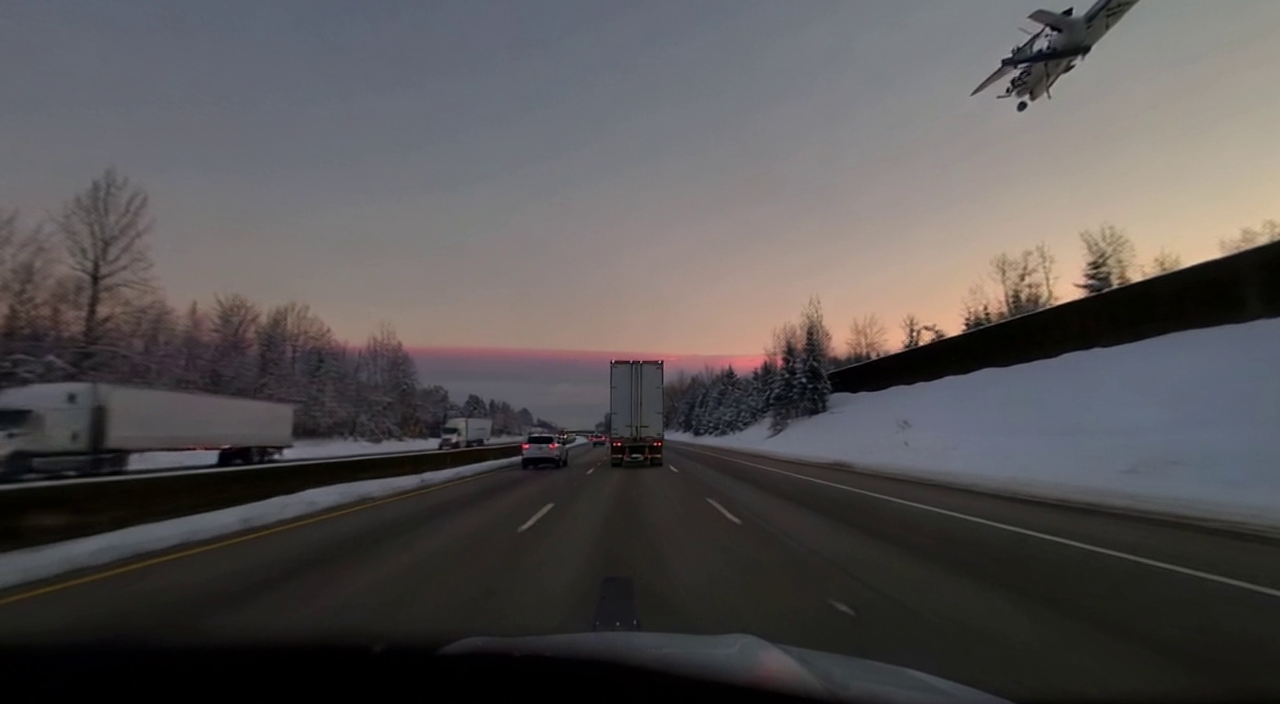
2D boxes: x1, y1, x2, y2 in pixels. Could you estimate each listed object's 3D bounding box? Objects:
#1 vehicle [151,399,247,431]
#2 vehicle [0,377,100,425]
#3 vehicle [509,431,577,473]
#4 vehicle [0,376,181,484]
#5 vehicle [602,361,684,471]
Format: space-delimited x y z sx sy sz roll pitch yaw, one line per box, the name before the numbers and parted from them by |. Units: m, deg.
vehicle | -25.345 3.708 36.416 1.830 1.638 5.285 0 -8 -1
vehicle | -25.288 2.067 25.677 2.062 1.683 4.981 0 -8 0
vehicle | -3.785 3.992 25.361 2.005 1.521 4.454 0 -8 0
vehicle | -25.305 3.433 27.116 3.074 3.969 10.465 0 -8 0
vehicle | 0.076 3.429 31.172 2.965 3.972 16.689 0 -8 0
